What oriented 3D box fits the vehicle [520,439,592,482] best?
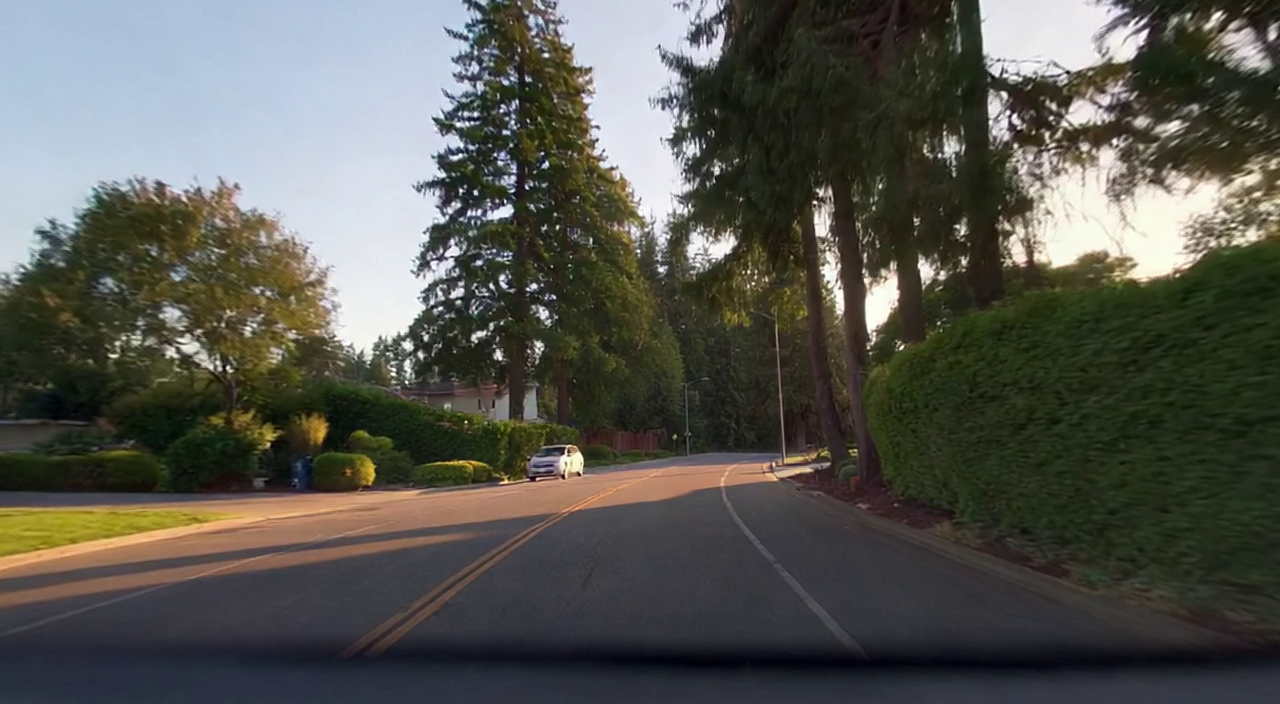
[{"bbox_3d":[-3.721,4.906,28.921,2.002,1.601,5.012,-3,-7,7],"label":"vehicle"}]
